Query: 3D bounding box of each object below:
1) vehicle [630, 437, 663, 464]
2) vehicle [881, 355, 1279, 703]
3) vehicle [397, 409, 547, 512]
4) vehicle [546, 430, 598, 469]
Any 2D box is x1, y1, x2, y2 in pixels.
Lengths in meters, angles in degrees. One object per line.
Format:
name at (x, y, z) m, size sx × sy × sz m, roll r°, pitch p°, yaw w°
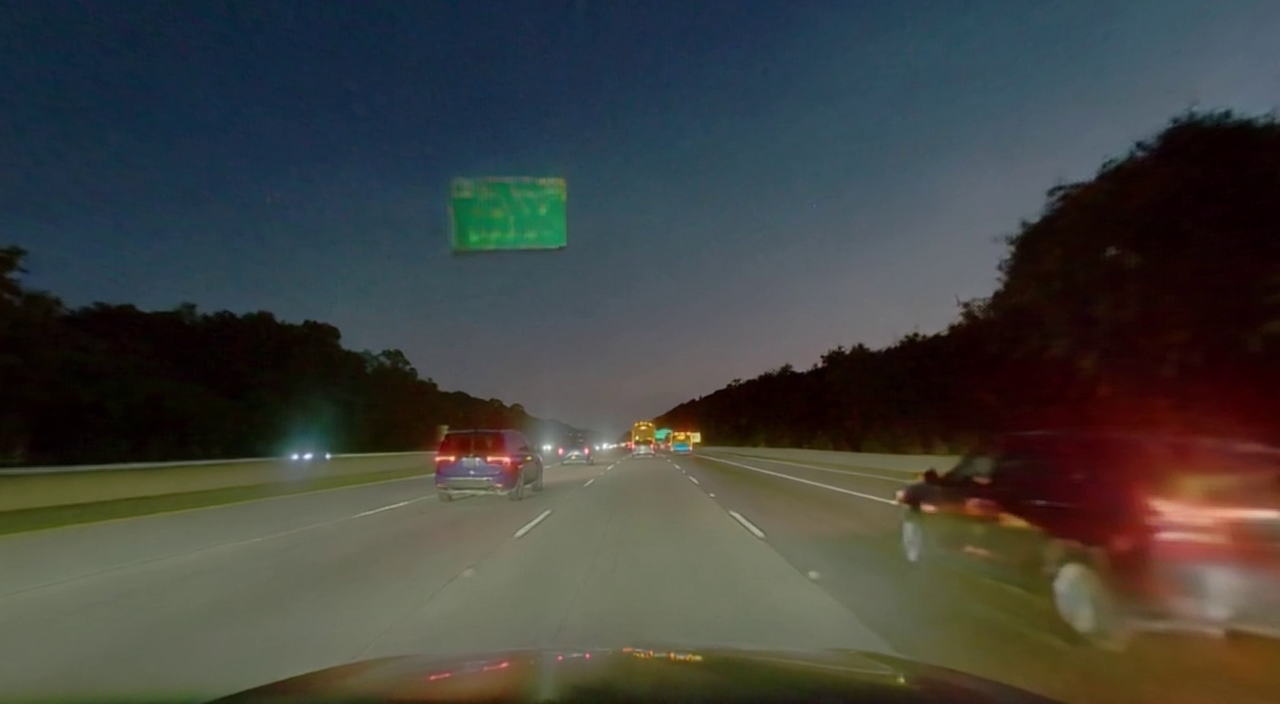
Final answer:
vehicle at (0.378, 6.323, 40.726) m, size 2.042 × 1.632 × 3.654 m, roll 0°, pitch -8°, yaw 0°
vehicle at (3.834, 1.168, 4.920) m, size 2.050 × 1.661 × 4.636 m, roll 0°, pitch -8°, yaw 0°
vehicle at (-3.476, 2.359, 14.057) m, size 2.016 × 1.898 × 4.458 m, roll 0°, pitch -8°, yaw 1°
vehicle at (-3.370, 4.959, 32.186) m, size 2.155 × 1.843 × 4.567 m, roll 0°, pitch -8°, yaw 0°
